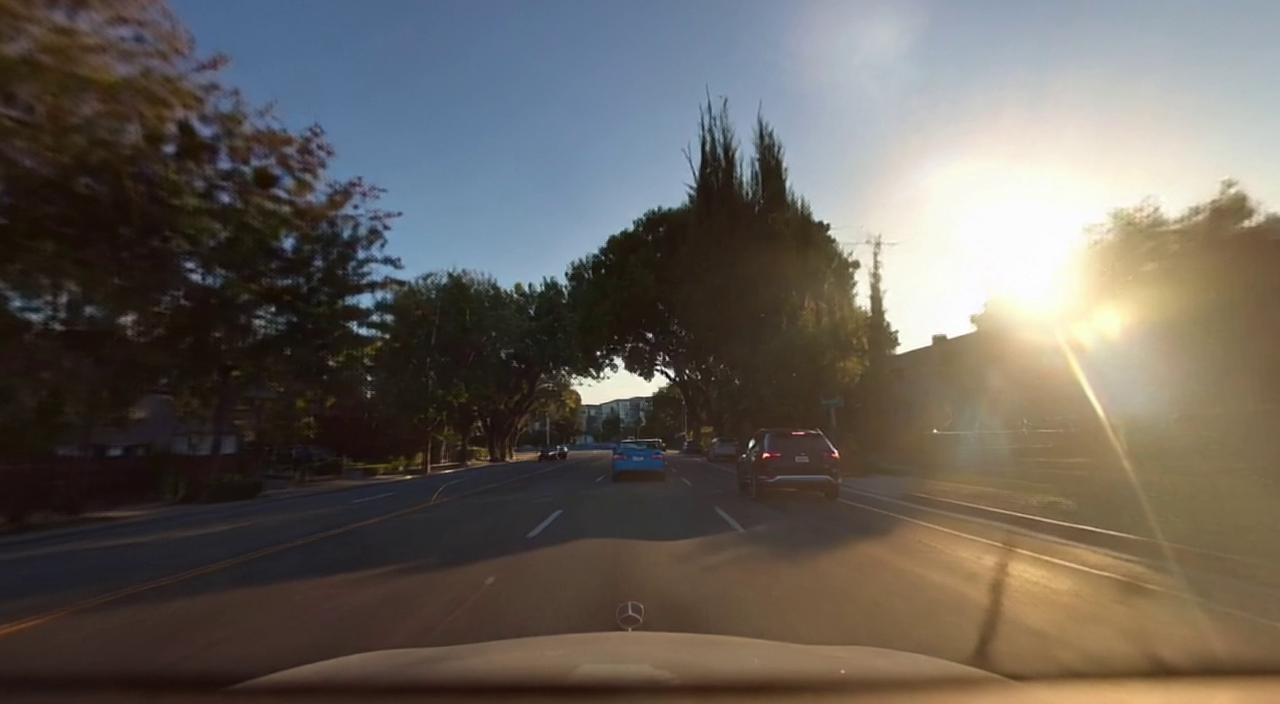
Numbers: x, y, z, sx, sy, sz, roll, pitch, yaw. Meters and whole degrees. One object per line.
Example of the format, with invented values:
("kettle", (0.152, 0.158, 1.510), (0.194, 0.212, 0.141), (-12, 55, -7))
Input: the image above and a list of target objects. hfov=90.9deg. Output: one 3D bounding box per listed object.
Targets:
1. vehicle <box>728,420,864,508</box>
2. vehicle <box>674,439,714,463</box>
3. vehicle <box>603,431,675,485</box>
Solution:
("vehicle", (3.420, 2.560, 14.833), (2.024, 1.711, 4.512), (0, -8, 0))
("vehicle", (3.378, 6.272, 40.012), (2.099, 1.463, 4.130), (0, -8, -1))
("vehicle", (-0.025, 3.578, 21.541), (2.200, 1.653, 4.127), (0, -8, 0))
